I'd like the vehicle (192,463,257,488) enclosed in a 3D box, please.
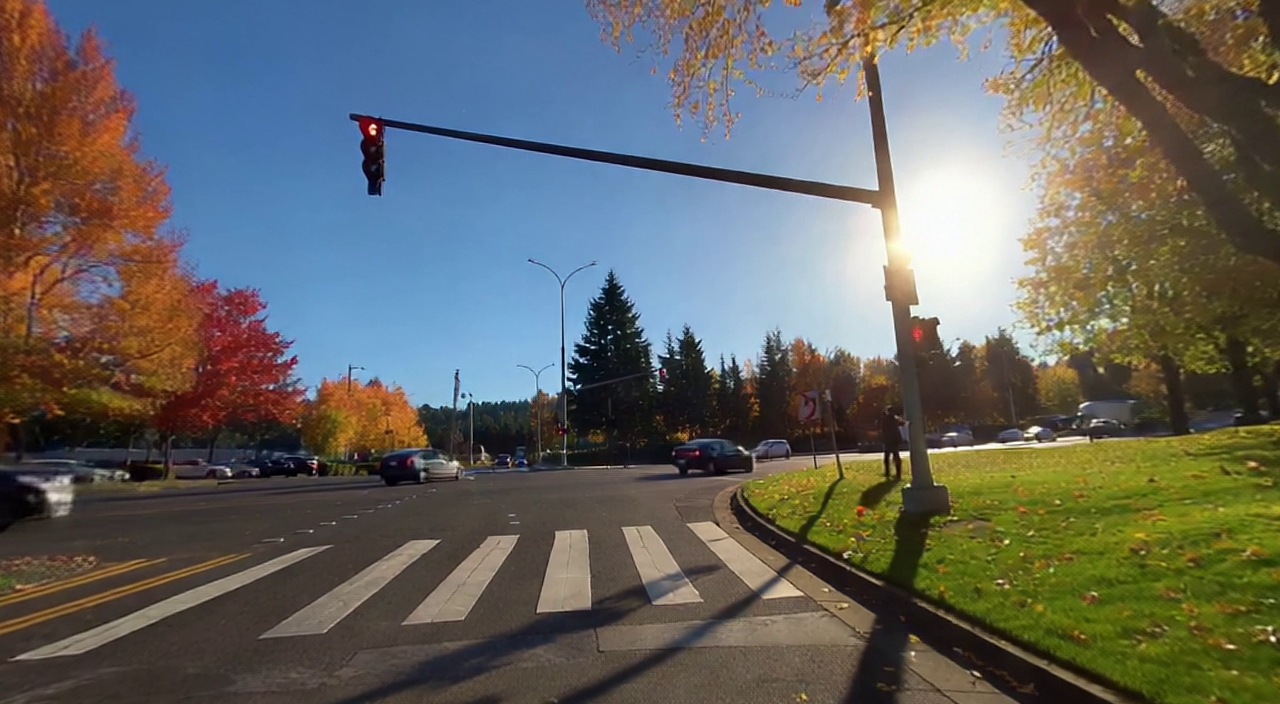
[{"bbox_3d":[-28.541,8.477,43.157,1.768,1.465,3.972,0,-9,-1],"label":"vehicle"}]

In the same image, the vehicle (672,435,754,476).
[{"bbox_3d":[3.674,5.111,31.117,1.988,1.853,4.314,-8,-11,39],"label":"vehicle"}]

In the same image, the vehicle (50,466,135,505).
[{"bbox_3d":[-25.423,6.157,29.263,1.694,1.528,4.225,3,-10,-24],"label":"vehicle"}]

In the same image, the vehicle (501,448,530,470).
[{"bbox_3d":[-9.315,8.015,46.987,1.776,1.558,3.779,1,-9,-6],"label":"vehicle"}]

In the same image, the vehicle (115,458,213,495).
[{"bbox_3d":[-27.833,7.264,36.904,2.064,1.913,5.081,0,-9,-4],"label":"vehicle"}]

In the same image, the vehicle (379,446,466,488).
[{"bbox_3d":[-9.429,4.992,27.495,1.832,1.674,3.805,-2,-9,12],"label":"vehicle"}]

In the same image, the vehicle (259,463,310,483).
[{"bbox_3d":[-28.146,9.576,49.743,1.776,1.452,3.920,0,-9,0],"label":"vehicle"}]
